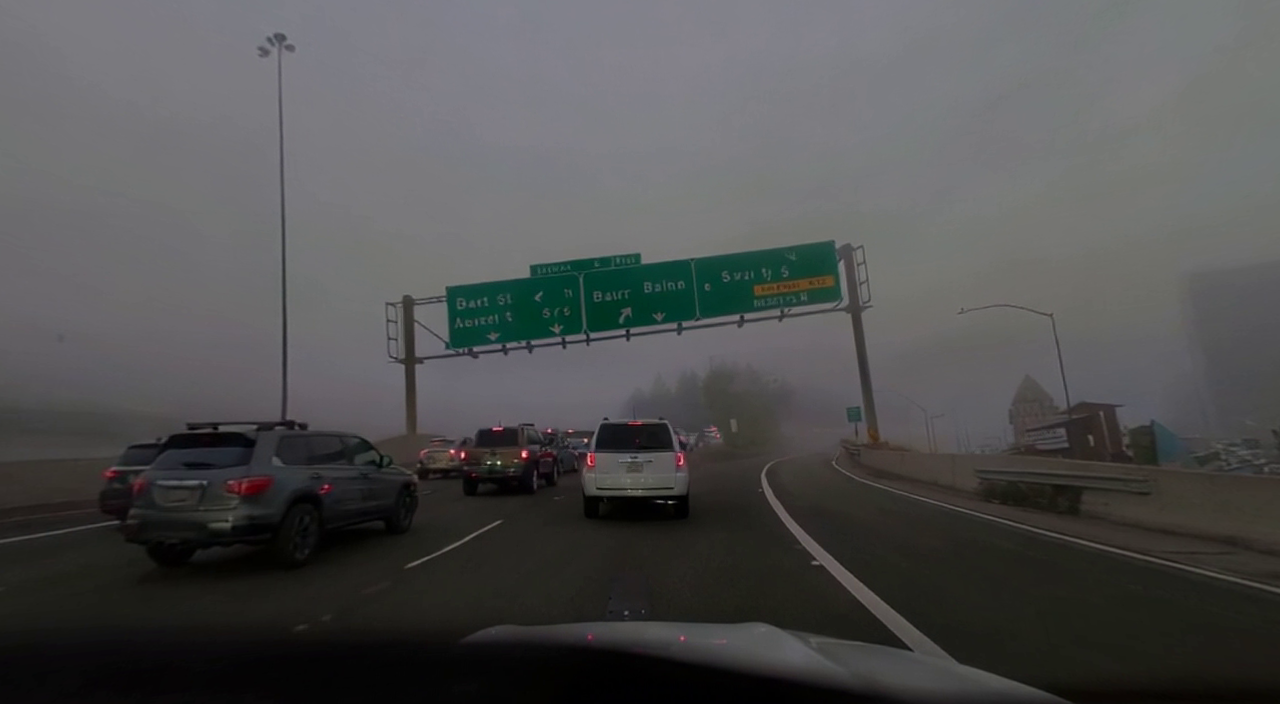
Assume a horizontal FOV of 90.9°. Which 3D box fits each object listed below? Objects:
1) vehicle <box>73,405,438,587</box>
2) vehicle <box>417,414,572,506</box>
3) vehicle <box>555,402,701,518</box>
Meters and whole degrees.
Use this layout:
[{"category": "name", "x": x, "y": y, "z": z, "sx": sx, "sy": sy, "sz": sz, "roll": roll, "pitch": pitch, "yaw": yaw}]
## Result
[{"category": "vehicle", "x": -4.424, "y": 1.711, "z": 8.325, "sx": 1.953, "sy": 1.729, "sz": 4.377, "roll": 0, "pitch": -9, "yaw": 1}, {"category": "vehicle", "x": -3.424, "y": 2.731, "z": 16.383, "sx": 2.286, "sy": 1.931, "sz": 5.729, "roll": -1, "pitch": -9, "yaw": 4}, {"category": "vehicle", "x": -0.153, "y": 2.379, "z": 14.337, "sx": 2.616, "sy": 2.063, "sz": 5.933, "roll": 0, "pitch": -9, "yaw": 1}]
